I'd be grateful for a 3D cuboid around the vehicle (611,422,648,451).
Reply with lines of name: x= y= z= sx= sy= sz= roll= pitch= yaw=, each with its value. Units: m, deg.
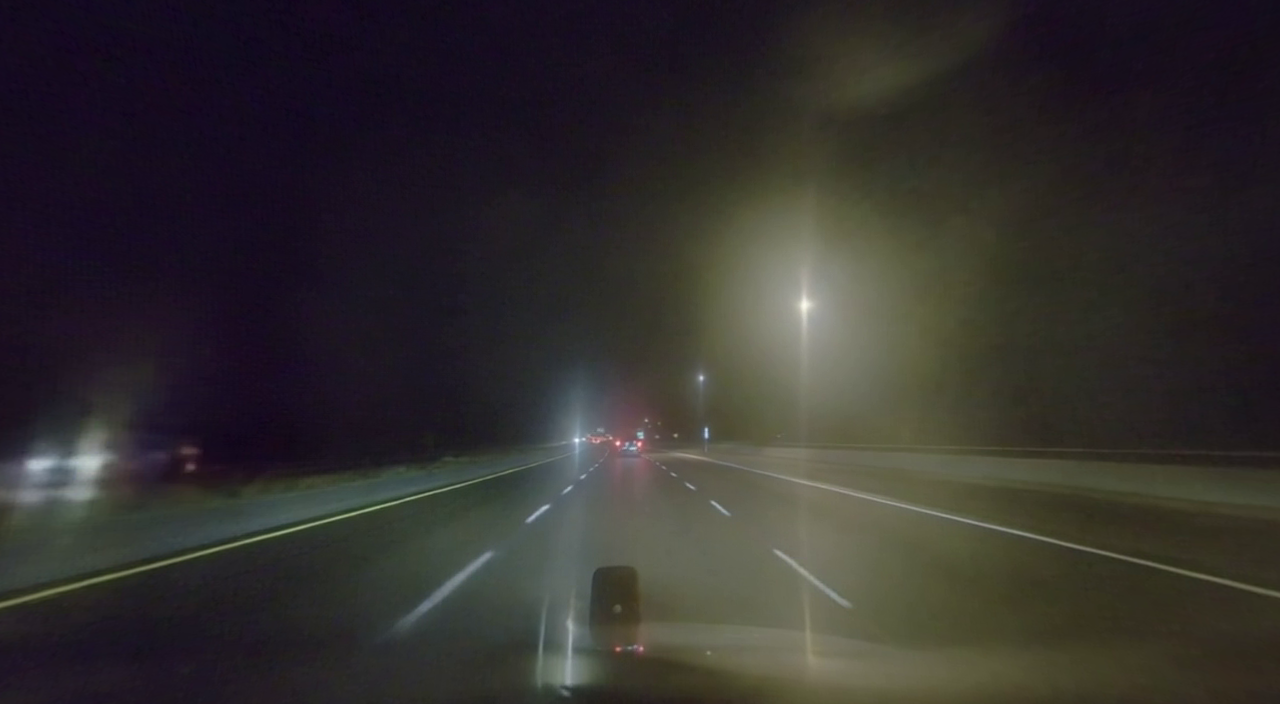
vehicle: x=-0.737 y=5.314 z=39.345 sx=2.157 sy=1.647 sz=4.524 roll=0 pitch=-8 yaw=-3
